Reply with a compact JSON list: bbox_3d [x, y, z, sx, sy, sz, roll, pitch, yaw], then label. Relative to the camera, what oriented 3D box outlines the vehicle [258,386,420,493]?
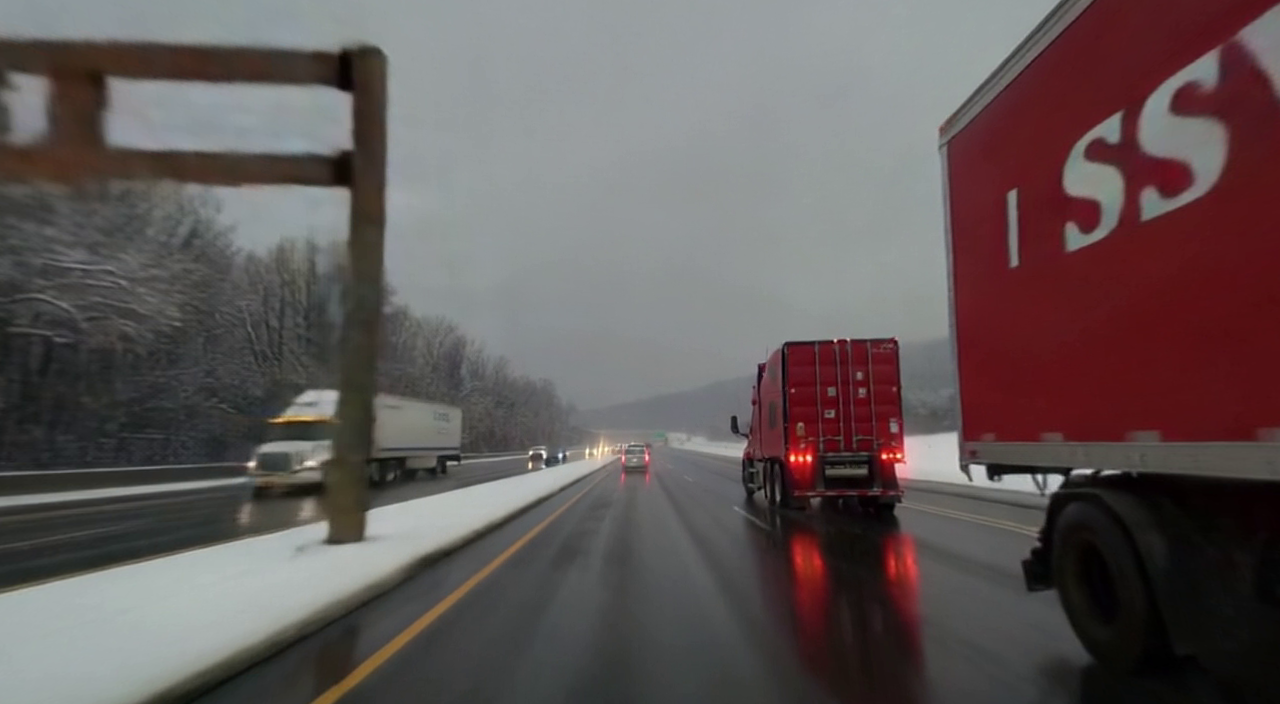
[{"bbox_3d":[-13.204,4.032,28.642,3.253,4.163,8.081,0,-9,0],"label":"vehicle"}]

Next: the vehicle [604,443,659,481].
[{"bbox_3d":[-0.379,4.847,27.807,2.244,1.506,4.097,0,-9,-1],"label":"vehicle"}]

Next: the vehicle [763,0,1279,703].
[{"bbox_3d":[4.480,0.183,6.610,3.317,4.020,14.141,0,-9,-1],"label":"vehicle"}]
